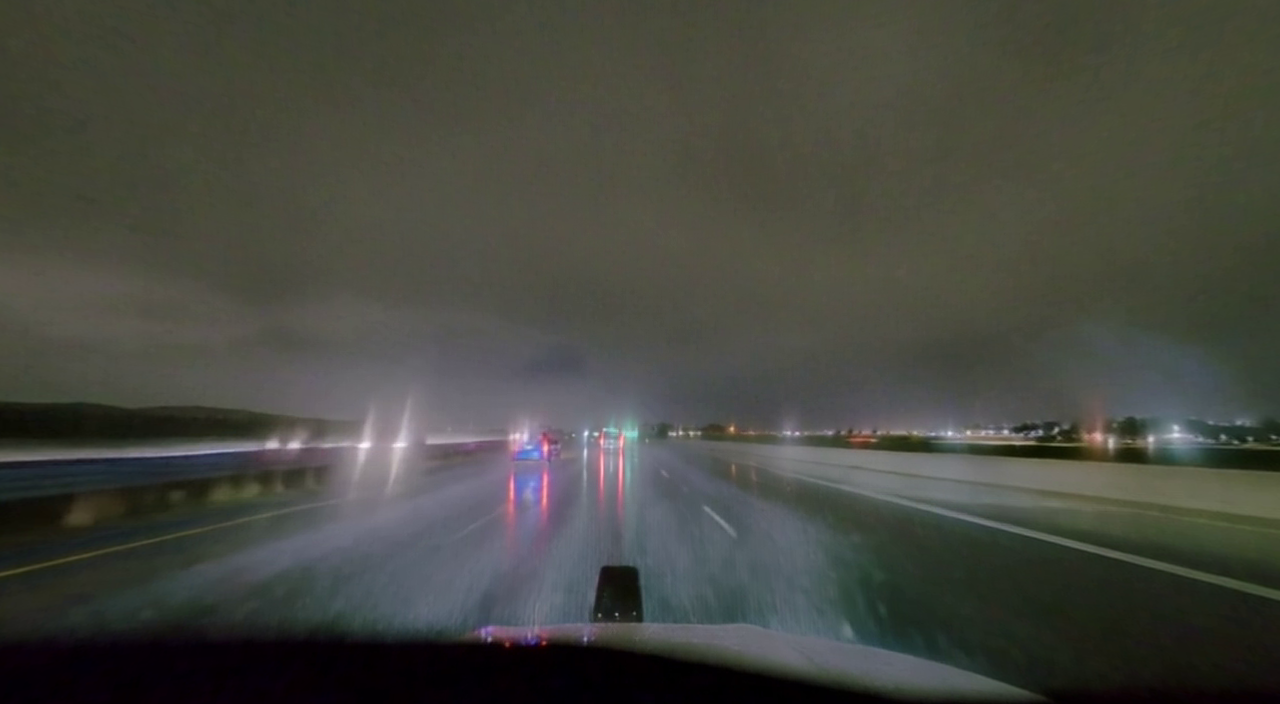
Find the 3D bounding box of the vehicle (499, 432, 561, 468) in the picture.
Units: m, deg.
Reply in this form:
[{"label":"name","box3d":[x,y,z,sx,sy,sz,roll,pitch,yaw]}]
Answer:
[{"label":"vehicle","box3d":[-5.084,4.619,29.919,2.141,1.534,5.099,0,-8,-2]}]

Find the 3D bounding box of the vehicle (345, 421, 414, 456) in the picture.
[{"label":"vehicle","box3d":[-13.696,4.600,33.393,1.948,1.709,4.137,0,-8,-2]}]

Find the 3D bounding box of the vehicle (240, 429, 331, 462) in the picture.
[{"label":"vehicle","box3d":[-17.464,4.640,31.338,1.918,1.485,4.666,0,-8,-2]}]
